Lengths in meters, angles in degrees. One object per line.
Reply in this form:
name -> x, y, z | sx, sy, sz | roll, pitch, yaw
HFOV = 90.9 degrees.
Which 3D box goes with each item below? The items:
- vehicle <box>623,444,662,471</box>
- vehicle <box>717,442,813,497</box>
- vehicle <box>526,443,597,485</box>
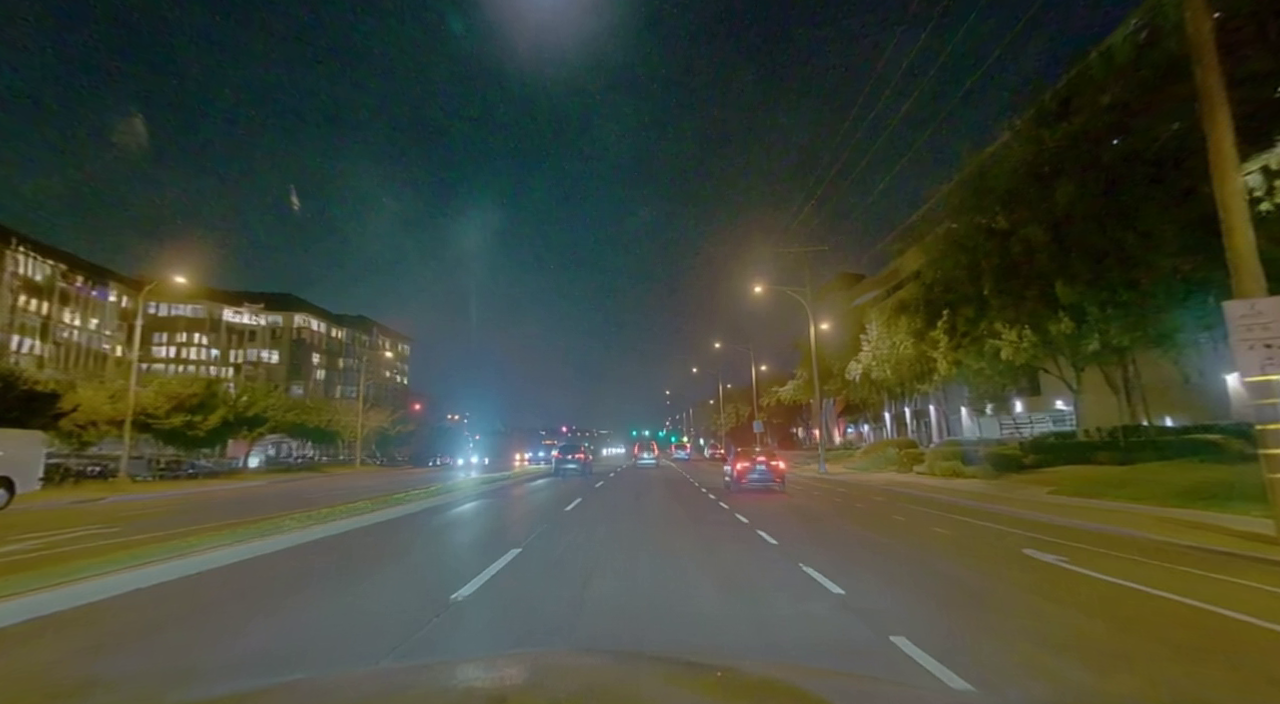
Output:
vehicle -> 0.124, 6.043, 36.342 | 2.101, 1.480, 3.929 | 0, -8, 0
vehicle -> 3.684, 3.537, 19.487 | 1.990, 1.486, 4.431 | 0, -8, -1
vehicle -> -2.938, 4.307, 24.573 | 2.082, 1.467, 4.379 | 0, -8, 1
